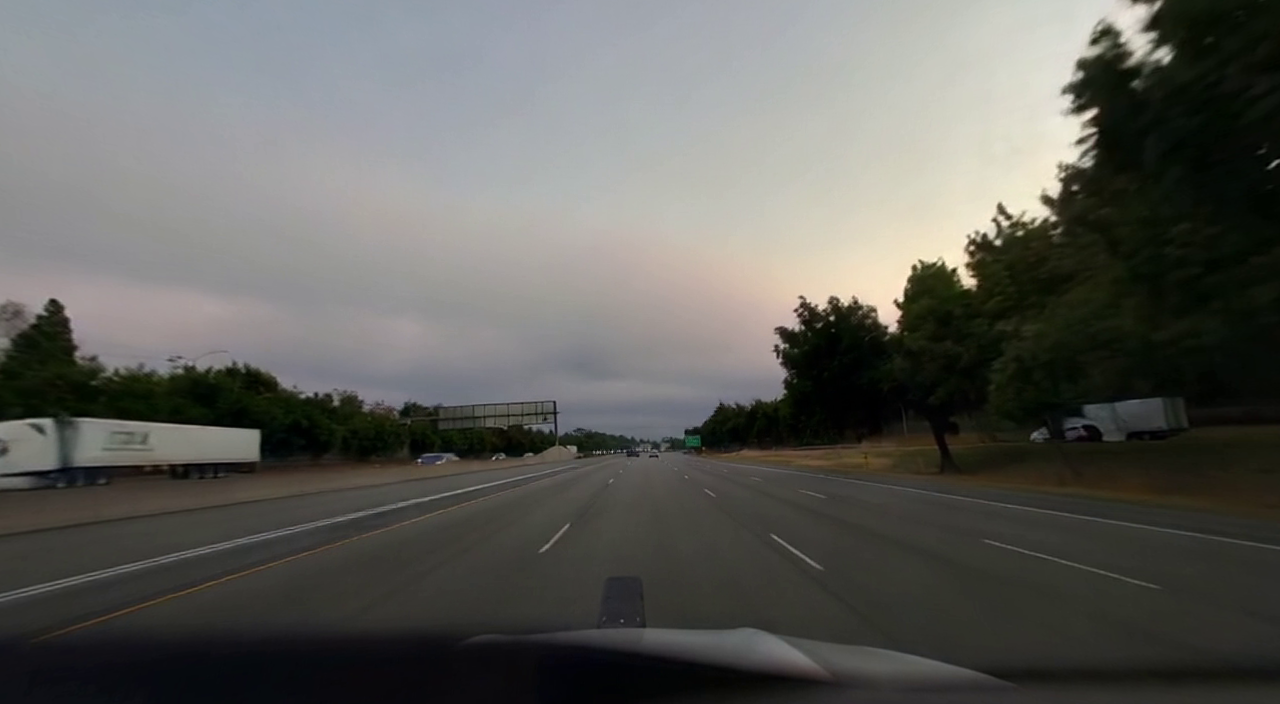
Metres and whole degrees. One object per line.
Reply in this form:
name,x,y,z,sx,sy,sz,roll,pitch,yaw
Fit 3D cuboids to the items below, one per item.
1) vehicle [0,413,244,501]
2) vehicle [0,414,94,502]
vehicle,-30.393,6.170,37.616,2.889,4.119,15.342,-1,-9,3
vehicle,-30.694,5.090,30.364,2.958,4.004,5.956,0,-9,2
